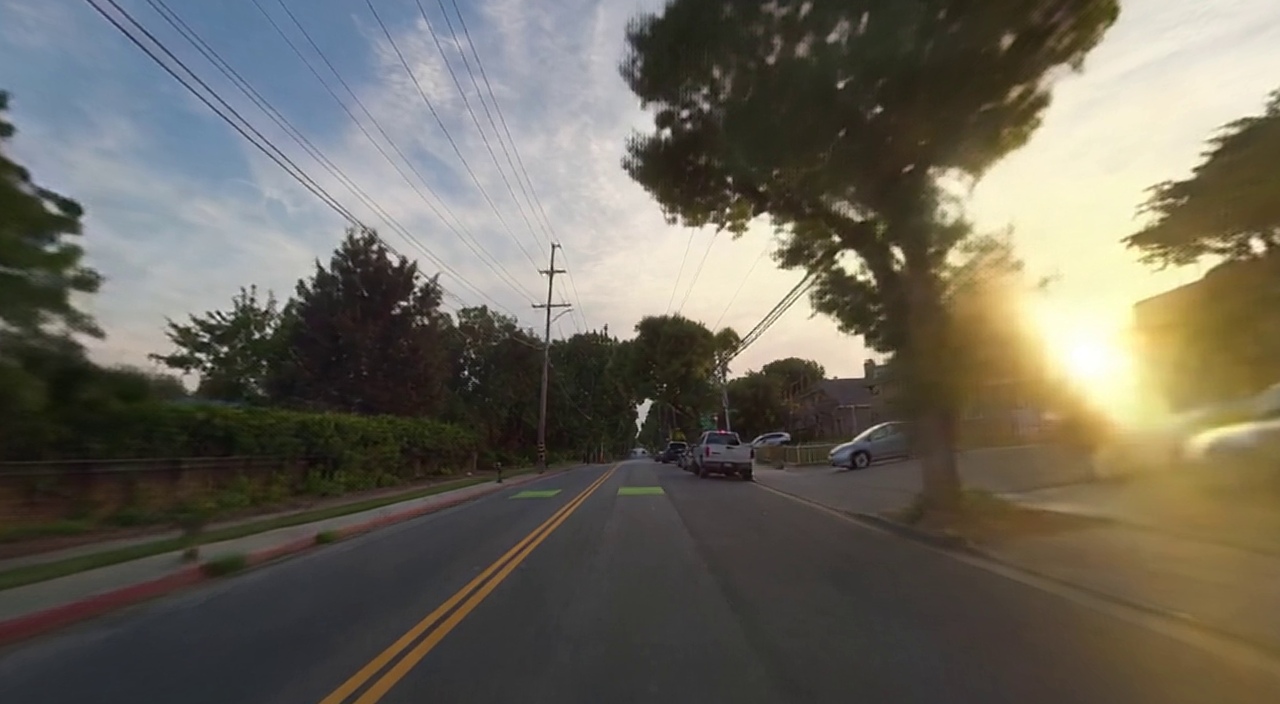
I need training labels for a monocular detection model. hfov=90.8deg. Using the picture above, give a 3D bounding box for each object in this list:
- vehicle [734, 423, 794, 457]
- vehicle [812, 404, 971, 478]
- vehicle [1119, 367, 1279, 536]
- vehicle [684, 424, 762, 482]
[{"bbox_3d":[9.690,6.909,49.544,4.008,1.765,1.880,-12,-8,-1],"label":"vehicle"},{"bbox_3d":[8.585,3.081,21.893,4.418,1.648,2.017,-10,-8,-1],"label":"vehicle"},{"bbox_3d":[9.447,0.991,8.139,4.922,1.846,1.941,-6,-8,-5],"label":"vehicle"},{"bbox_3d":[3.144,4.021,25.357,2.347,2.070,5.735,0,-9,0],"label":"vehicle"}]
